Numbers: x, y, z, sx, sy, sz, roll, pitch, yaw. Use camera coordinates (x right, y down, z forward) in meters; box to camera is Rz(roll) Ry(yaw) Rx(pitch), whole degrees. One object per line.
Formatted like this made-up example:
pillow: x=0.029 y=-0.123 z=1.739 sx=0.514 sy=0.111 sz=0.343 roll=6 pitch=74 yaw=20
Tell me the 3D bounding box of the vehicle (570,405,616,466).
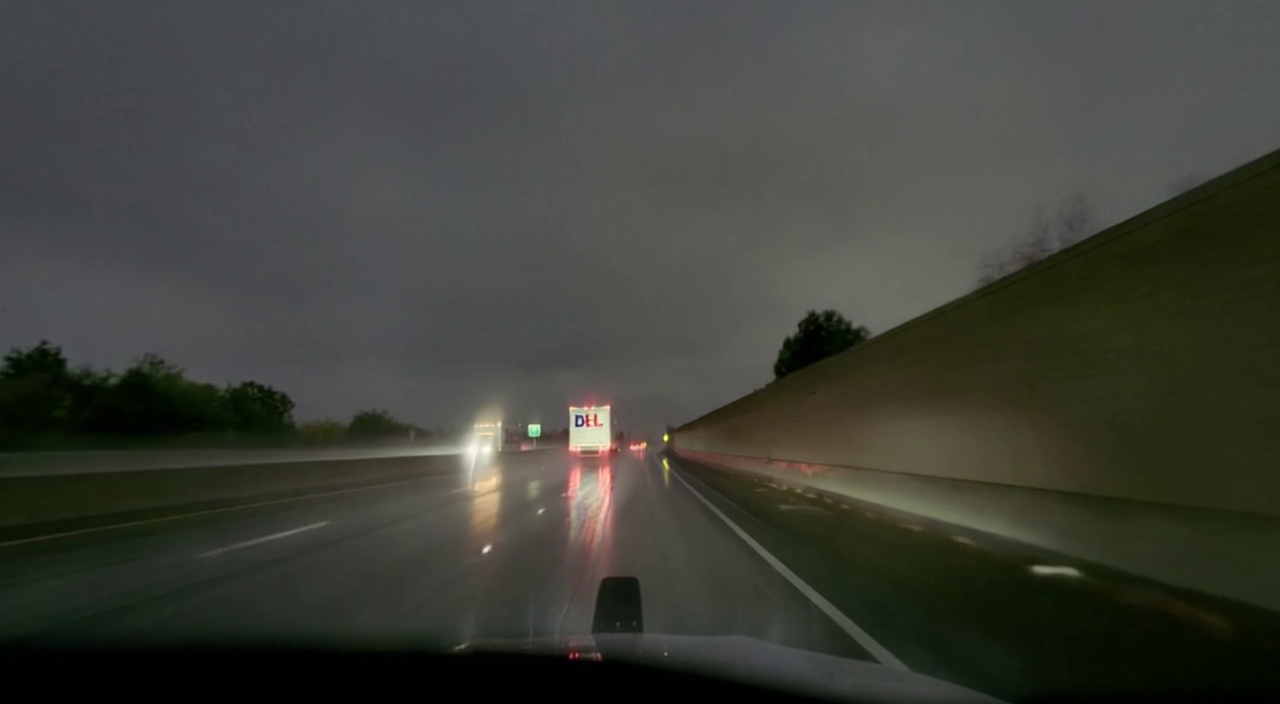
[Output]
vehicle: x=-3.420 y=6.408 z=48.033 sx=2.796 sy=4.184 sz=8.554 roll=0 pitch=-8 yaw=1
